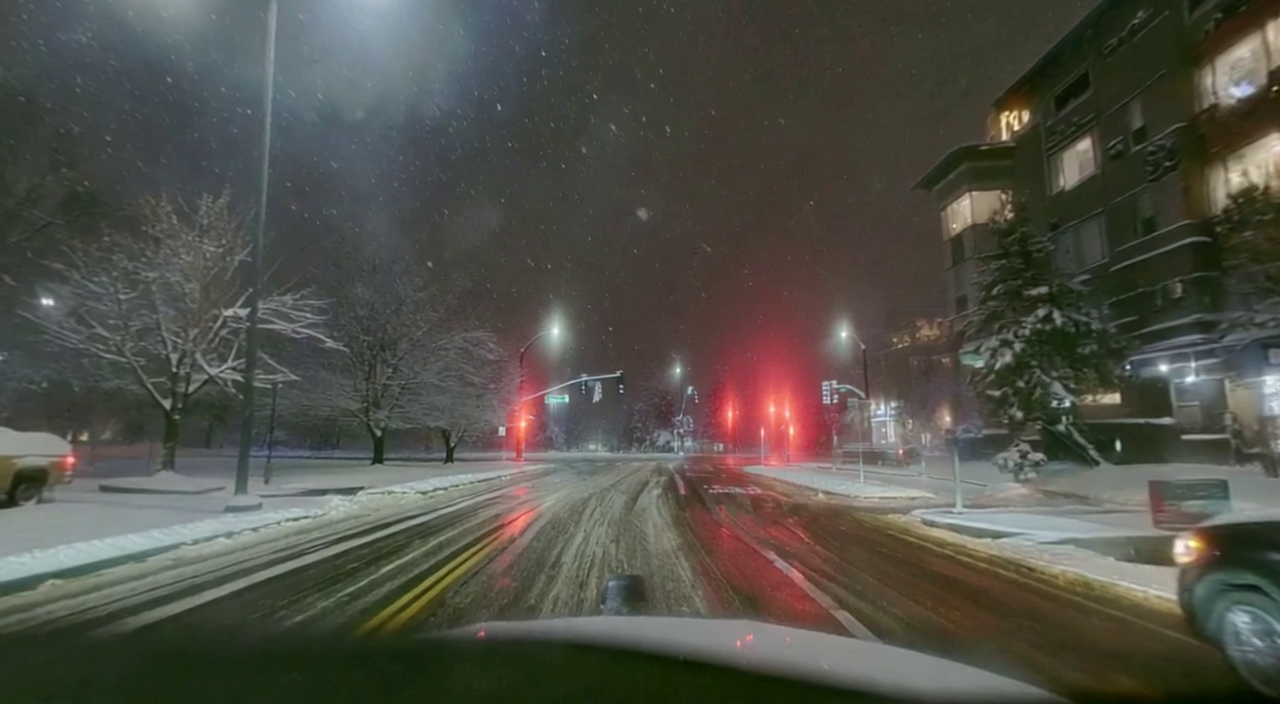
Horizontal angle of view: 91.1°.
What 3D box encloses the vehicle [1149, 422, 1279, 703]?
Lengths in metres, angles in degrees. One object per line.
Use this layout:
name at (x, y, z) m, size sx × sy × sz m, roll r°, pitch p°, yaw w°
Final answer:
vehicle at (3.945, 0.834, 1.352) m, size 1.967 × 1.469 × 4.574 m, roll 0°, pitch -9°, yaw 2°
